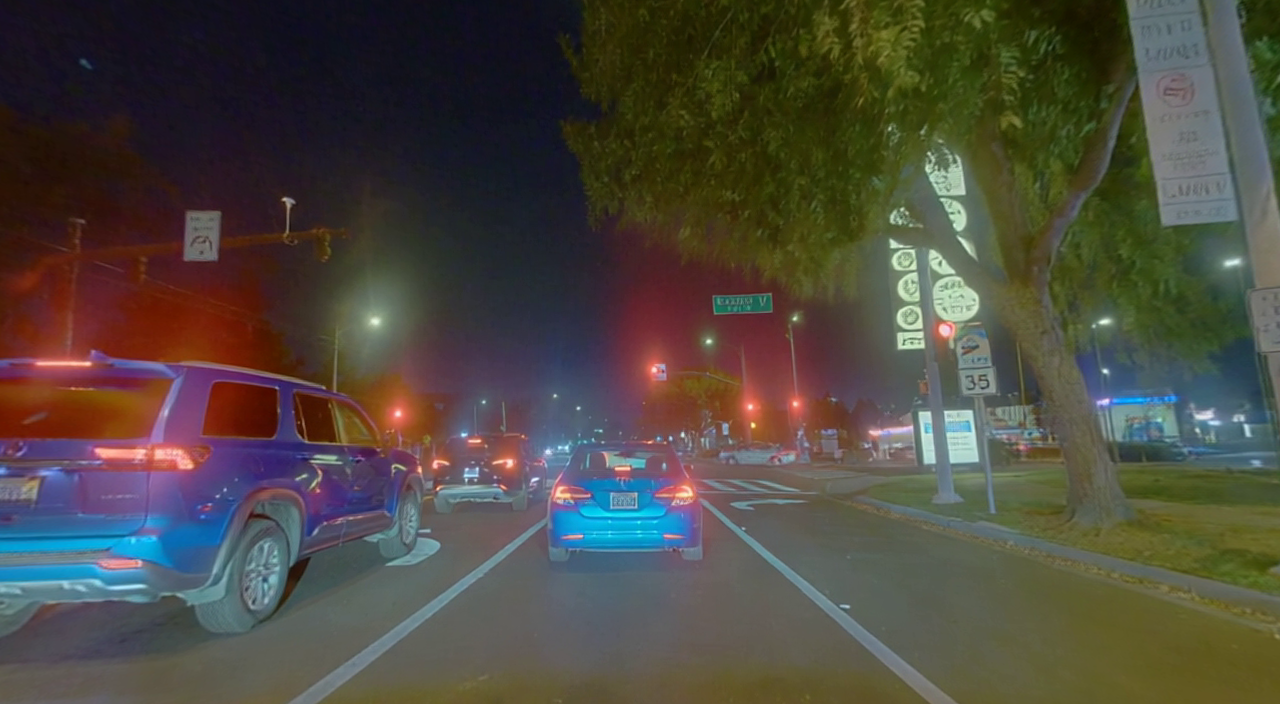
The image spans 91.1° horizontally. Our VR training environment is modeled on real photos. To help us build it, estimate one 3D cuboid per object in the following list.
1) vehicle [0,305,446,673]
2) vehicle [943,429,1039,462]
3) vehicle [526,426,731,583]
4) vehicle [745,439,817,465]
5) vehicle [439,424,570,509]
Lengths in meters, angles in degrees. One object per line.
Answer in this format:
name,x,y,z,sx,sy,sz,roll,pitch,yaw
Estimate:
vehicle,-3.820,1.138,6.208,2.152,2.118,5.066,0,-8,0
vehicle,19.473,5.213,35.017,4.116,1.719,2.069,-1,-9,7
vehicle,-0.154,1.777,8.176,1.966,1.481,4.146,0,-8,-1
vehicle,8.214,5.862,36.713,3.924,1.447,2.039,-2,-9,11
vehicle,-2.926,2.594,14.606,2.047,1.664,4.148,0,-8,1
